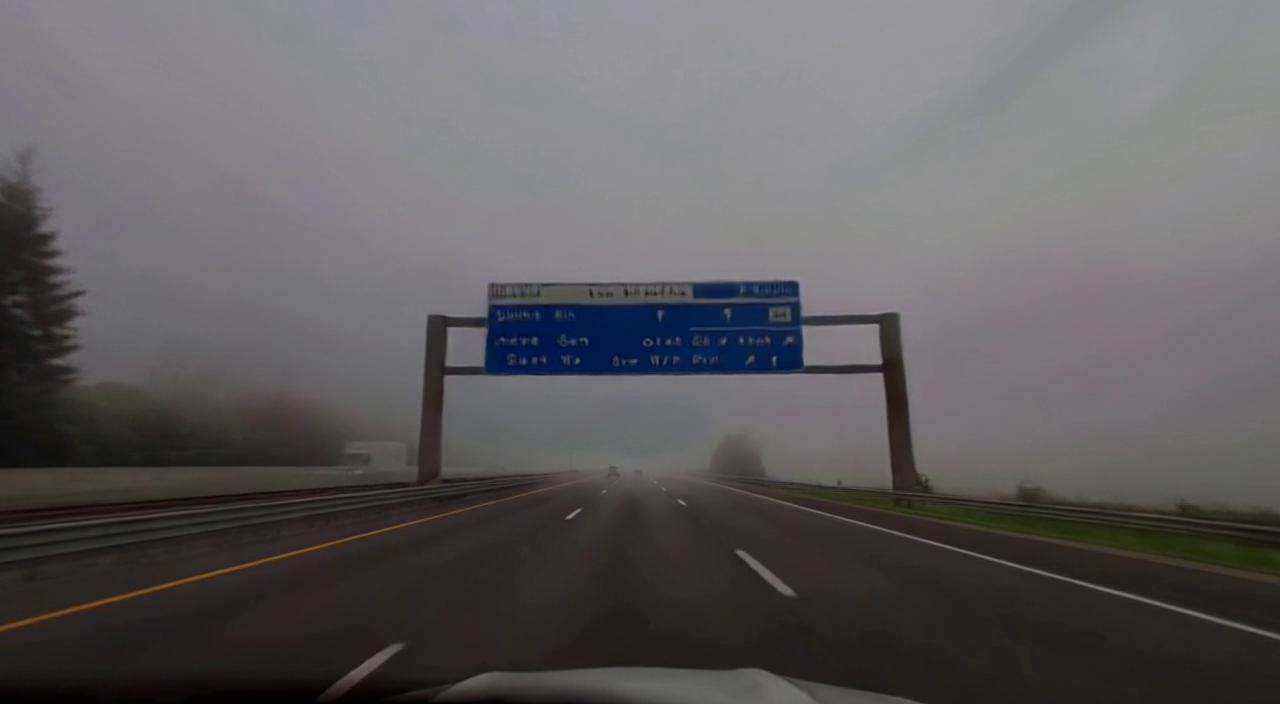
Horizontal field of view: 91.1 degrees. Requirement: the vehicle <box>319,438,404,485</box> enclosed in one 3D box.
[{"bbox_3d":[-19.005,7.604,43.385,2.527,2.934,6.701,1,-11,1],"label":"vehicle"}]
